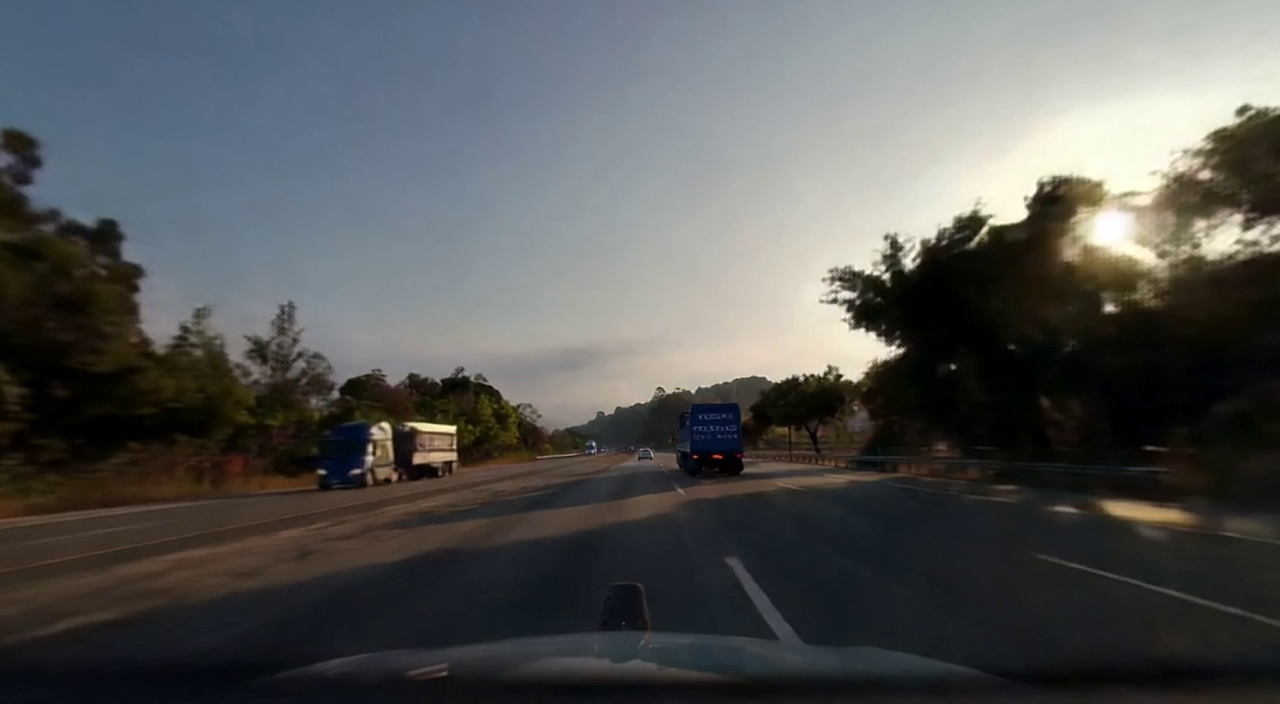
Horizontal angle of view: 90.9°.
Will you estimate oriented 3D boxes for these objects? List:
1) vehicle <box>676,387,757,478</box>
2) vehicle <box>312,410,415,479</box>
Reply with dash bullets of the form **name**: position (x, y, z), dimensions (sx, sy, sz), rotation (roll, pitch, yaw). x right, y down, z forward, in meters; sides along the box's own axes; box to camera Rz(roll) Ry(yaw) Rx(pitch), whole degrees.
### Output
- **vehicle**: position (3.968, 4.712, 35.988), dimensions (3.341, 4.269, 12.252), rotation (0, -9, 1)
- **vehicle**: position (-15.922, 5.442, 36.937), dimensions (2.892, 3.651, 6.549), rotation (0, -9, 1)
